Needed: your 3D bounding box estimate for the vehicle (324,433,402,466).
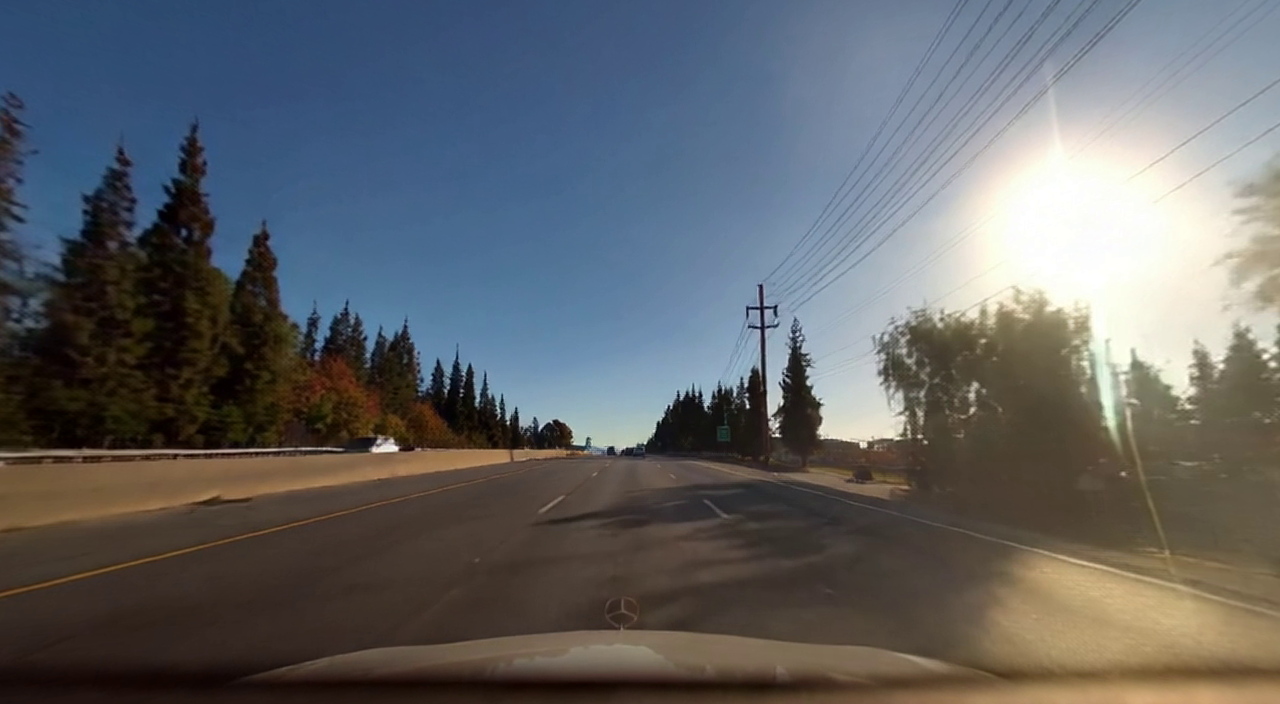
[{"bbox_3d":[-17.899,6.357,41.249,2.470,1.990,5.765,0,-8,0],"label":"vehicle"}]
